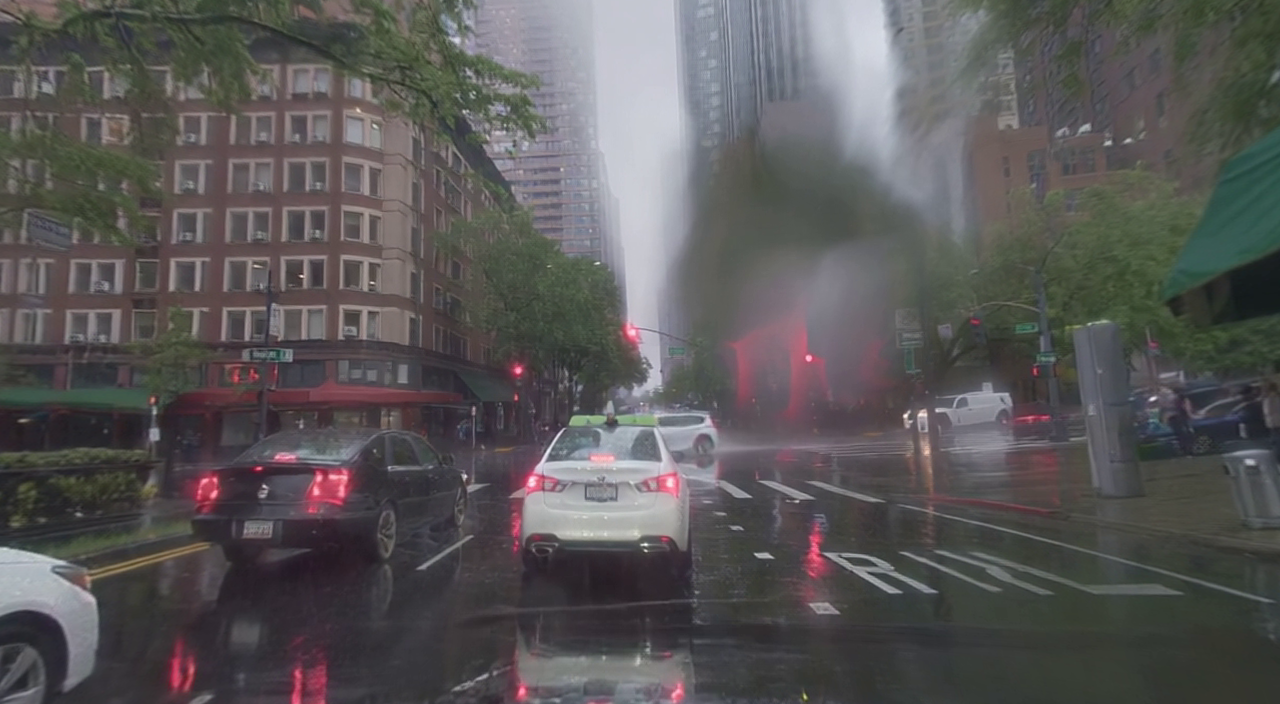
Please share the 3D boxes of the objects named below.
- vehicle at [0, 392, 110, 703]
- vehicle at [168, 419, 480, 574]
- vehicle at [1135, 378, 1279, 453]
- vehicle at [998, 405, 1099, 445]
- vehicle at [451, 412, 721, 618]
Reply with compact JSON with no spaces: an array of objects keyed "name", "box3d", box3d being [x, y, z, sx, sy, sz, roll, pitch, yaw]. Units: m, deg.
[{"name":"vehicle","box3d":[-3.919,0.703,1.175,1.995,1.524,4.438,0,-8,0]},{"name":"vehicle","box3d":[-3.688,1.753,8.472,1.934,1.522,4.287,0,-8,0]},{"name":"vehicle","box3d":[21.623,2.356,22.873,5.863,2.493,2.354,2,-9,-12]},{"name":"vehicle","box3d":[18.390,3.331,28.430,4.392,1.667,1.958,5,-10,-31]},{"name":"vehicle","box3d":[-0.416,1.502,6.723,1.999,1.520,3.896,0,-8,-1]}]
